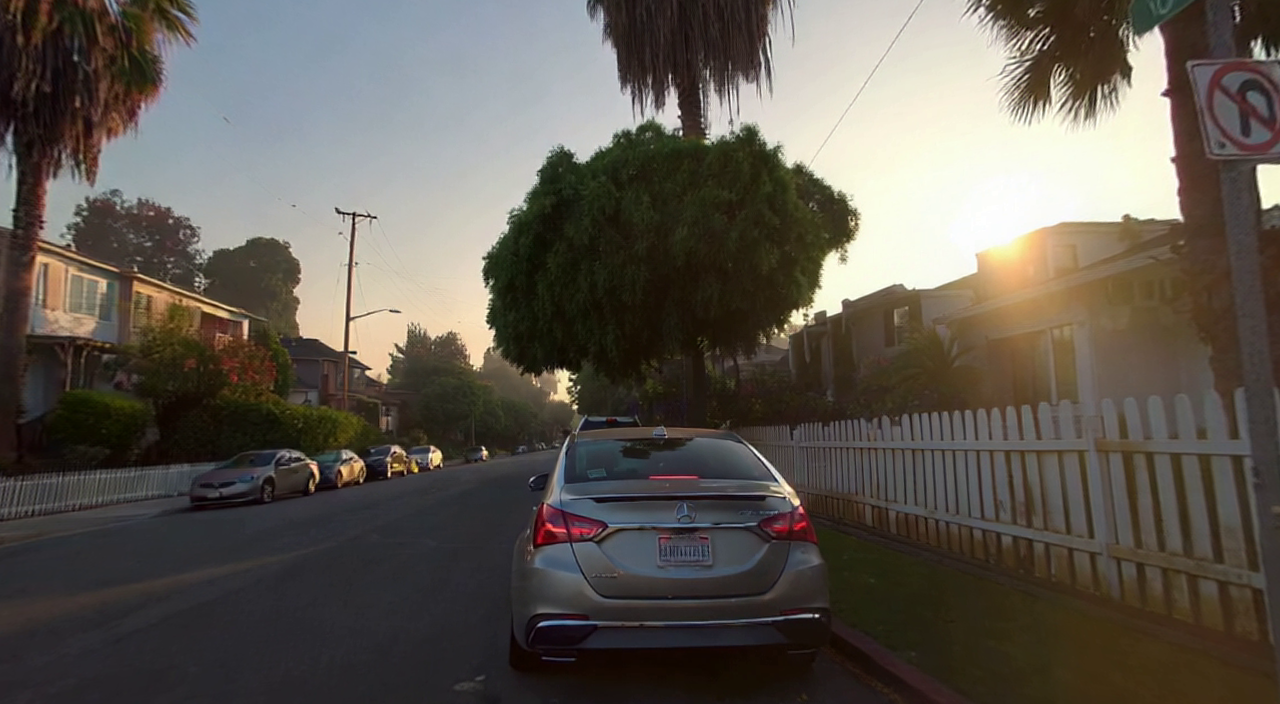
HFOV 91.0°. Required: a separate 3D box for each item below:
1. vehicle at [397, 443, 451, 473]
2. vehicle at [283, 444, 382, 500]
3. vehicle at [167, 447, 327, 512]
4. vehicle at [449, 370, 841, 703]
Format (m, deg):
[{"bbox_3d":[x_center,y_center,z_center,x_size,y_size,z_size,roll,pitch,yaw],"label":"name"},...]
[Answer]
[{"bbox_3d":[-13.174,6.472,38.710,2.060,1.689,4.999,1,-8,-7],"label":"vehicle"},{"bbox_3d":[-12.156,4.711,25.250,2.048,1.485,4.757,-4,-4,-7],"label":"vehicle"},{"bbox_3d":[-11.398,3.662,18.793,2.017,1.627,5.039,1,-8,-7],"label":"vehicle"},{"bbox_3d":[-0.135,1.216,4.998,1.894,1.695,3.795,1,-8,-6],"label":"vehicle"}]
